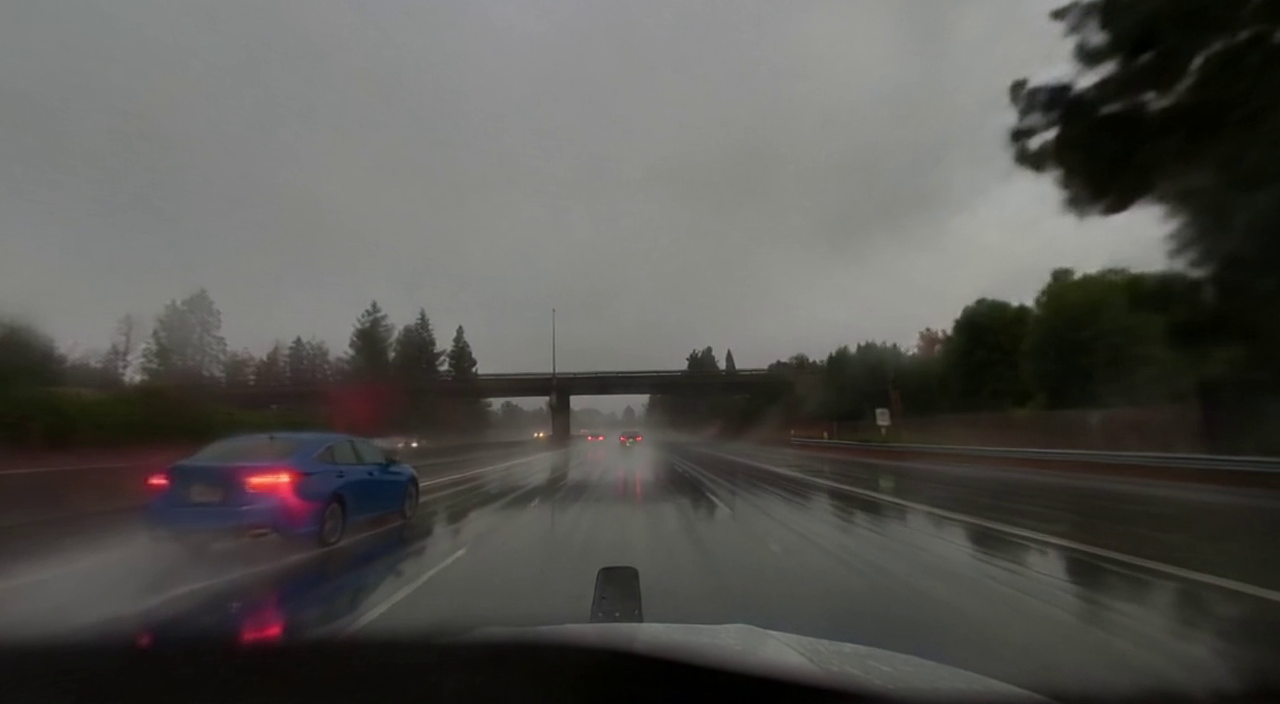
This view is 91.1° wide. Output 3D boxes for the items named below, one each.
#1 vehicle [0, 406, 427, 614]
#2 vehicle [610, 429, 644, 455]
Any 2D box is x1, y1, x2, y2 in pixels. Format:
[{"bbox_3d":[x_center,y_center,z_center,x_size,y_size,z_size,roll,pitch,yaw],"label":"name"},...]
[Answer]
[{"bbox_3d":[-4.157,1.478,6.997,2.017,1.537,4.496,0,-8,0],"label":"vehicle"},{"bbox_3d":[-0.814,5.929,41.430,2.116,1.625,4.004,0,-8,-1],"label":"vehicle"}]
